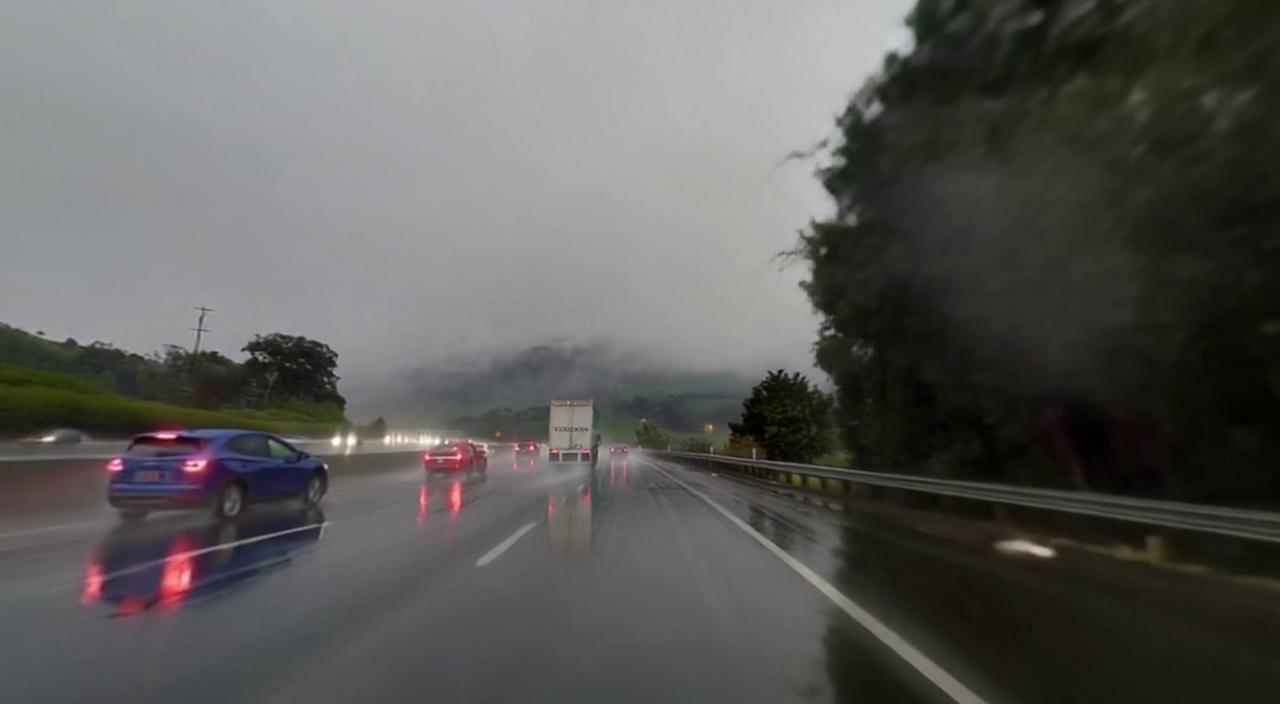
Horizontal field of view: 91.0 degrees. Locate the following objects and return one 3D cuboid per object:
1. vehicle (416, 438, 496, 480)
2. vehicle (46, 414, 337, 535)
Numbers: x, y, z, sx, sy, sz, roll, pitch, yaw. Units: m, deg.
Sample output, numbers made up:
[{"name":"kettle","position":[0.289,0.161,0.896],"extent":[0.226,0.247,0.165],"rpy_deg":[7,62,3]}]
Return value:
[{"name":"vehicle","position":[-7.826,4.611,27.319],"extent":[2.099,1.644,4.638],"rpy_deg":[1,-9,-1]},{"name":"vehicle","position":[-7.575,2.115,11.367],"extent":[2.081,1.740,4.268],"rpy_deg":[1,-9,-1]}]
